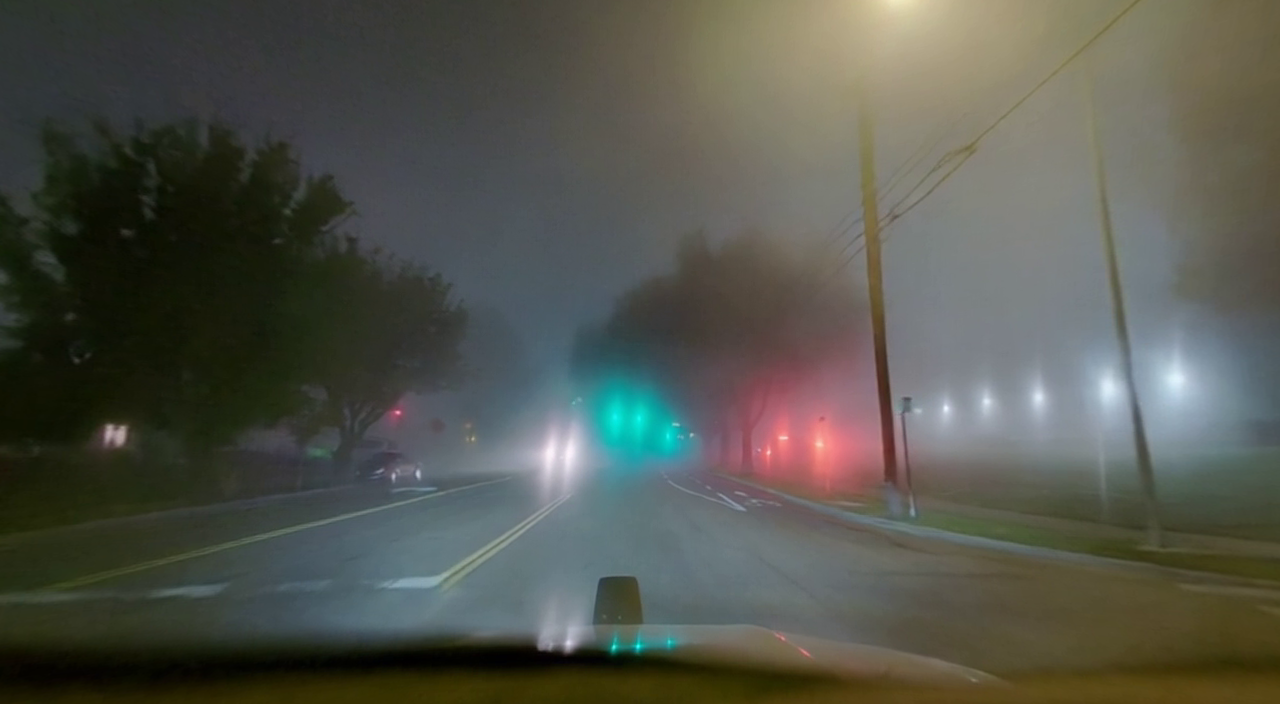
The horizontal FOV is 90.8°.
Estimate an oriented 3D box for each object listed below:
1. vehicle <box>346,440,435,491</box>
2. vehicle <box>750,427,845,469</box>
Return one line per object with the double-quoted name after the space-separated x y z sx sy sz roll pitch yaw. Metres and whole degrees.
-11.332 5.127 29.130 2.024 1.795 5.054 -10 -8 -3 "vehicle"
9.602 5.762 38.462 5.565 2.036 1.907 -1 -5 -26 "vehicle"
